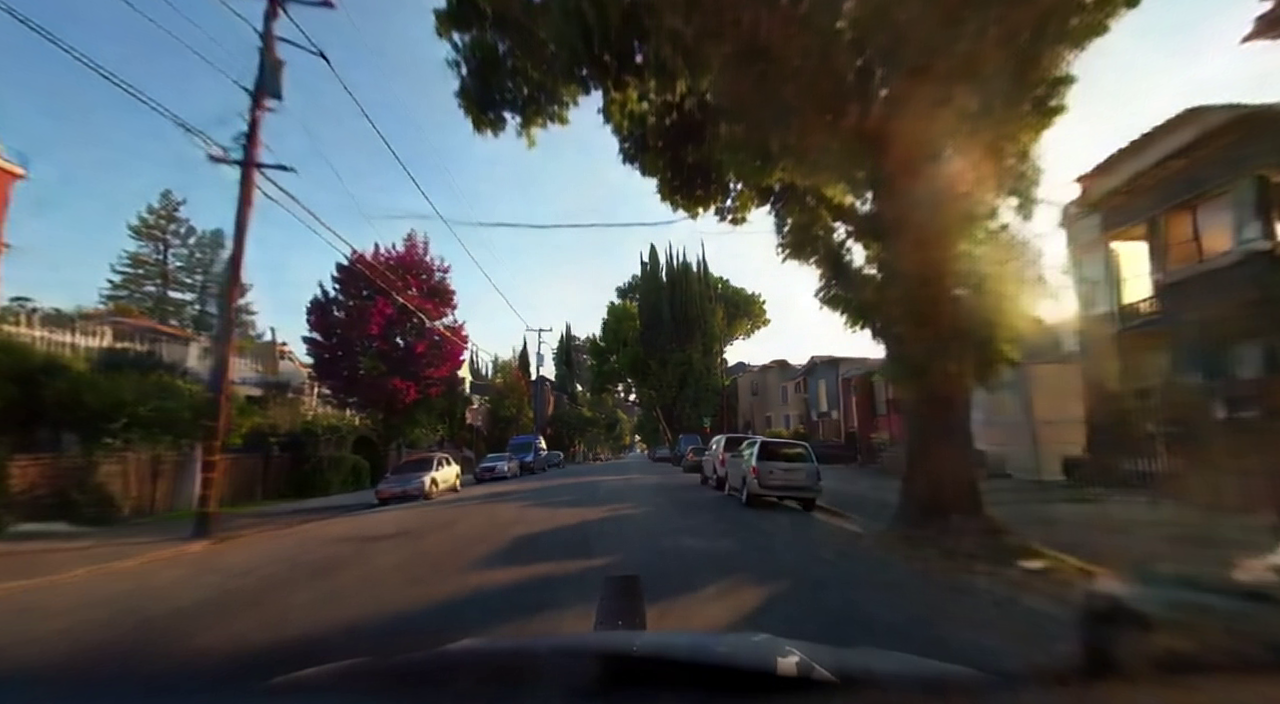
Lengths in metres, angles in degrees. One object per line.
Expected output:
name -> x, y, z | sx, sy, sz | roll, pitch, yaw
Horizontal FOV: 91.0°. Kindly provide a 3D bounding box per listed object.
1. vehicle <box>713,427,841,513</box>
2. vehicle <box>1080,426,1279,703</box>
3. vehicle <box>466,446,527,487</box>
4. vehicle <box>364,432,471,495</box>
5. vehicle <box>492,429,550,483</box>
vehicle -> 3.140, 2.807, 15.525 | 2.013, 1.775, 4.570 | 0, -8, -1
vehicle -> 3.288, 0.776, 0.764 | 1.990, 1.447, 4.682 | 0, -8, -2
vehicle -> -7.166, 5.705, 31.805 | 2.027, 1.563, 4.594 | -2, -5, 0
vehicle -> -7.053, 3.505, 20.462 | 1.874, 1.569, 4.318 | 1, -4, 0
vehicle -> -7.222, 6.314, 38.882 | 2.508, 2.712, 5.809 | 0, -4, -1
